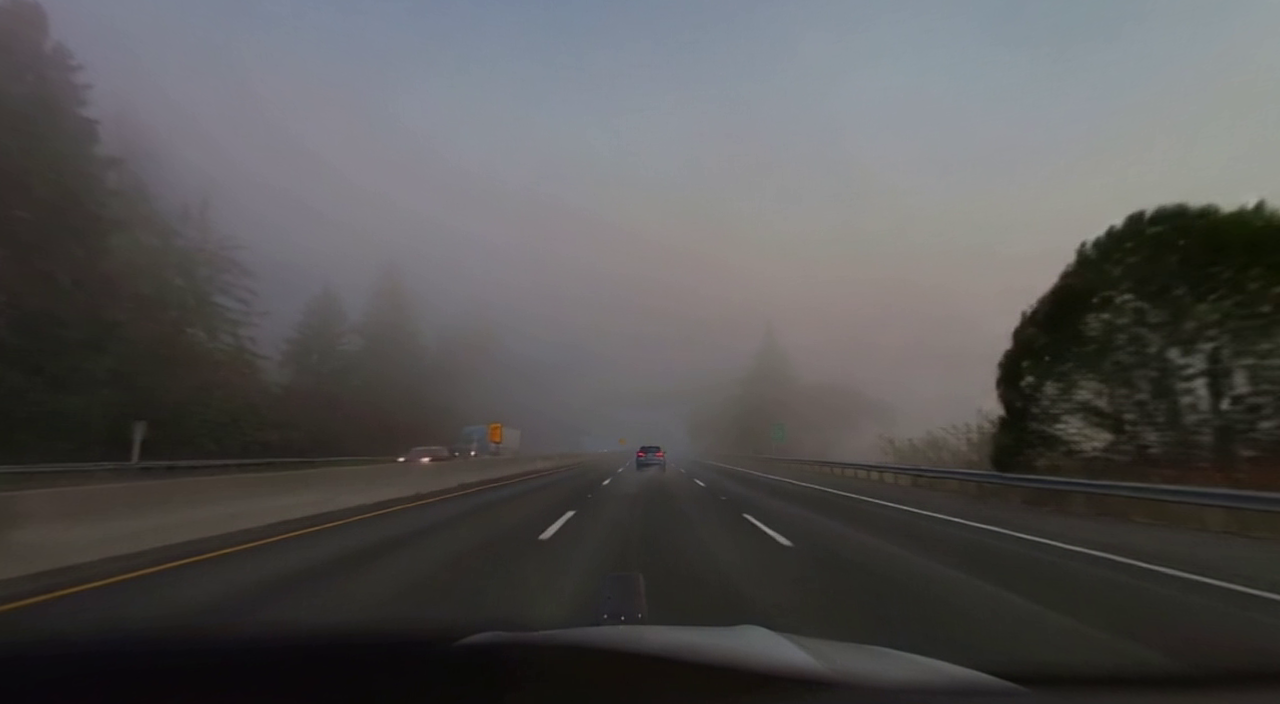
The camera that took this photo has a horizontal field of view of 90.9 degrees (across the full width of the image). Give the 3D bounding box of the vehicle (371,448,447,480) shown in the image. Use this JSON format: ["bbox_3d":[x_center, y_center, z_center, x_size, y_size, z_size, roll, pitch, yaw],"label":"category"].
[{"bbox_3d":[-11.582,5.642,31.995,2.000,1.475,4.738,0,-9,1],"label":"vehicle"}]

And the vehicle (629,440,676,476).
[{"bbox_3d":[0.645,5.389,32.279,2.231,1.652,4.503,0,-9,1],"label":"vehicle"}]
